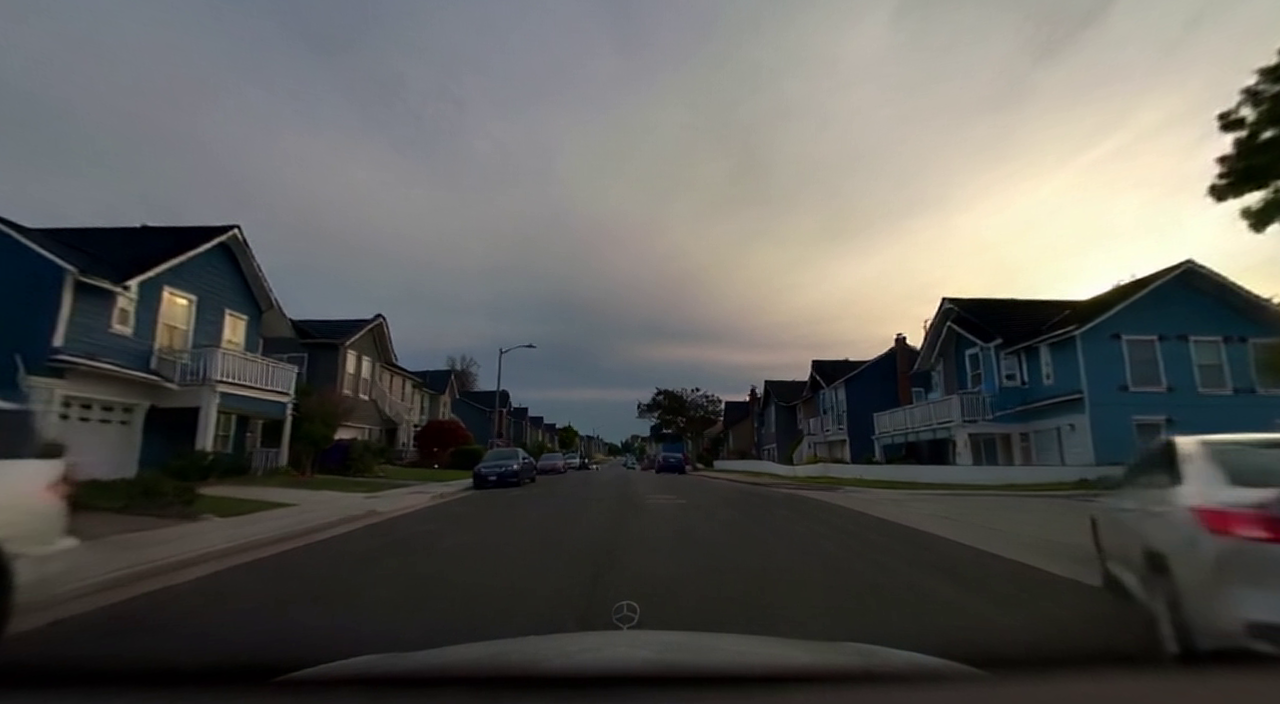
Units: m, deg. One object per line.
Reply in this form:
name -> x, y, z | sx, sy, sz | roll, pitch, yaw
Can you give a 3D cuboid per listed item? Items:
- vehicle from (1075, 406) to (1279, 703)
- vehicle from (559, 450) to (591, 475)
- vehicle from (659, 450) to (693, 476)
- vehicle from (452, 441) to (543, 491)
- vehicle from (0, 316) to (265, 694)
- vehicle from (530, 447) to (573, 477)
vehicle -> 4.519, 1.190, 4.019 | 2.139, 1.533, 4.676 | -4, -8, 26
vehicle -> -4.923, 8.402, 48.147 | 2.089, 1.508, 4.537 | 2, -6, -3
vehicle -> 2.390, 7.548, 43.026 | 1.888, 1.484, 4.476 | 1, -7, -2
vehicle -> -4.735, 3.842, 21.676 | 2.080, 1.471, 4.638 | 1, -9, 0
vehicle -> -4.203, 0.696, 2.326 | 2.131, 1.851, 5.650 | 1, -3, 1
vehicle -> -5.033, 6.292, 36.411 | 2.020, 1.470, 5.300 | 0, -7, -3
